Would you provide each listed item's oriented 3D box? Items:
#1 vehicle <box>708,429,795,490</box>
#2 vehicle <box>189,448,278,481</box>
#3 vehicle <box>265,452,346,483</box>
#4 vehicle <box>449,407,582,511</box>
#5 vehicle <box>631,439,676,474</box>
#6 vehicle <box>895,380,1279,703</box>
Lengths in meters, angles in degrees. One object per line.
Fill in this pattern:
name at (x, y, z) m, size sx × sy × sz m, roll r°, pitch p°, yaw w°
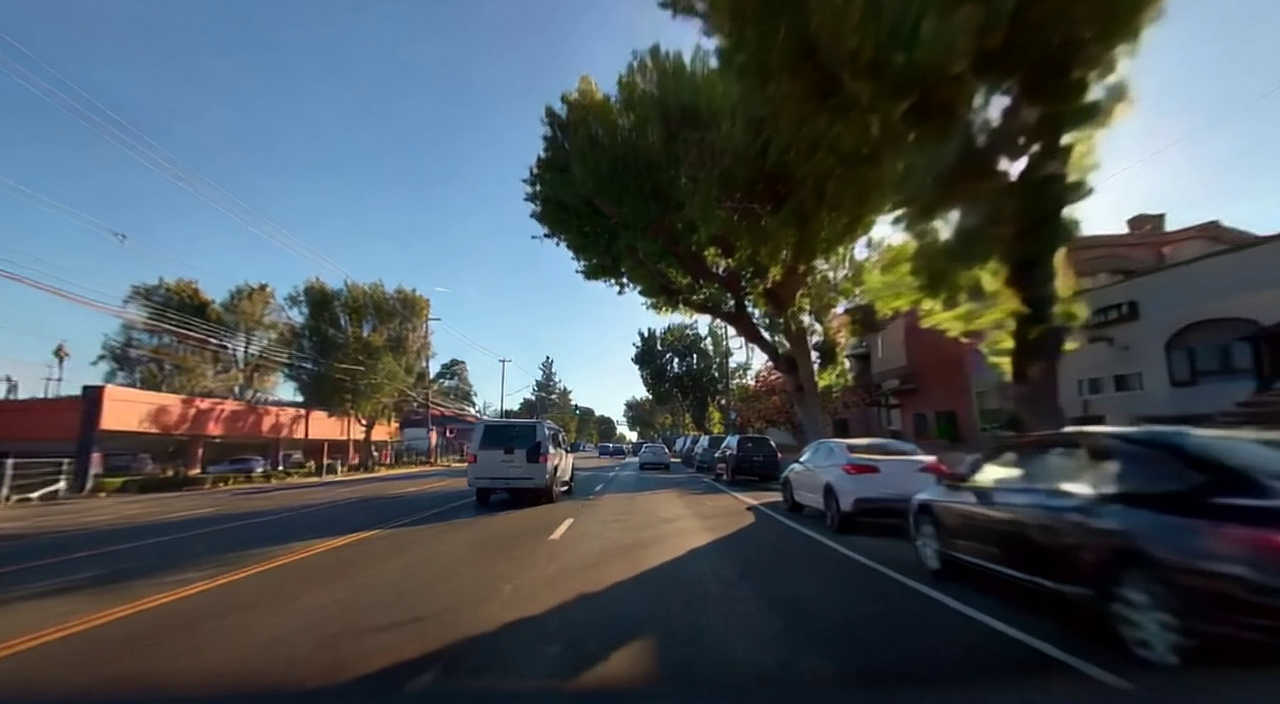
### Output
vehicle at (3.721, 3.721, 22.083) m, size 2.090 × 1.861 × 4.805 m, roll 0°, pitch -9°, yaw -1°
vehicle at (-24.929, 6.904, 39.042) m, size 2.095 × 1.862 × 5.261 m, roll 0°, pitch -9°, yaw -2°
vehicle at (-19.592, 6.767, 37.303) m, size 1.911 × 1.638 × 5.028 m, roll 0°, pitch -9°, yaw 1°
vehicle at (-2.812, 2.599, 15.679) m, size 2.213 × 2.123 × 5.124 m, roll 0°, pitch -9°, yaw 0°
vehicle at (0.644, 5.289, 32.088) m, size 2.126 × 1.657 × 4.132 m, roll 0°, pitch -9°, yaw 0°
vehicle at (3.578, 1.167, 4.083) m, size 1.931 × 1.625 × 4.409 m, roll 0°, pitch -9°, yaw -1°
